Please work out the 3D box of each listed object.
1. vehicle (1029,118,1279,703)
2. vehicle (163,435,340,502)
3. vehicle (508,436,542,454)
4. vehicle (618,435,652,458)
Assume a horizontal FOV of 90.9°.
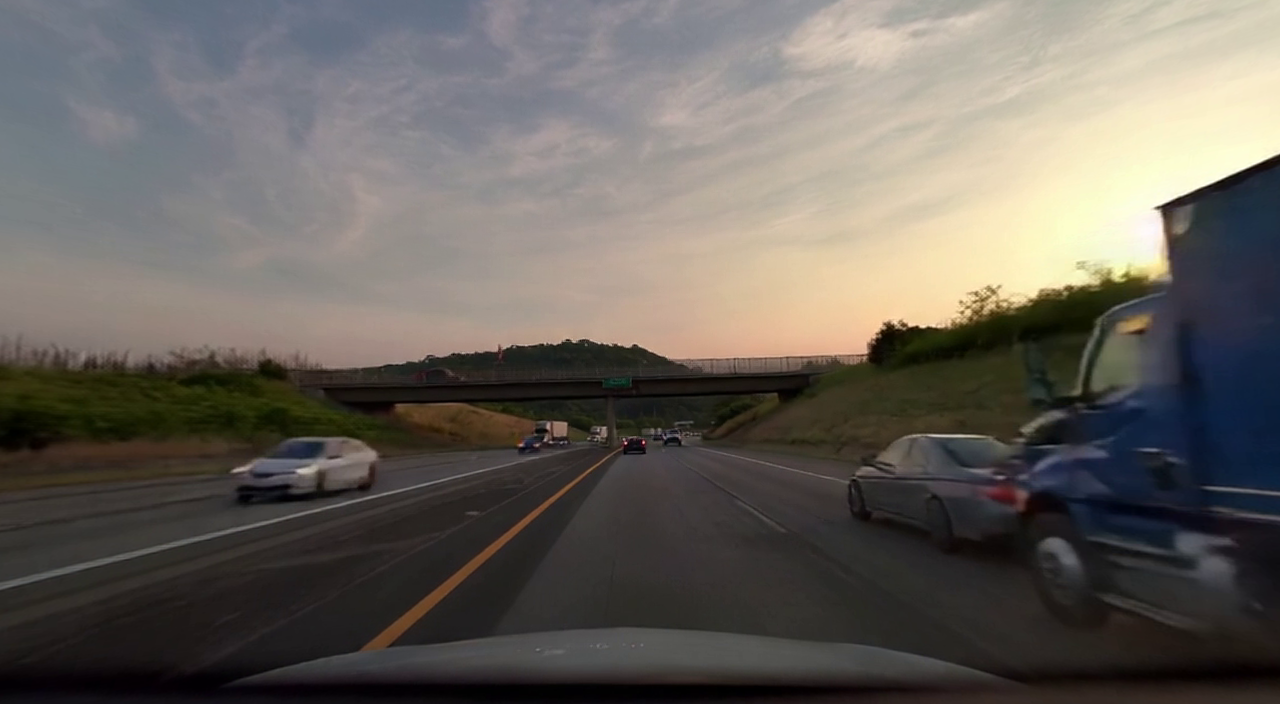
[{"bbox_3d":[4.175,0.142,1.081,2.715,2.746,6.550,0,-7,-1],"label":"vehicle"},{"bbox_3d":[-9.105,2.715,15.206,1.878,1.393,3.787,0,-7,0],"label":"vehicle"},{"bbox_3d":[-8.787,7.142,48.439,1.936,1.322,3.678,0,-7,1],"label":"vehicle"},{"bbox_3d":[-0.337,5.787,38.814,1.996,1.325,4.029,0,-7,-1],"label":"vehicle"}]
